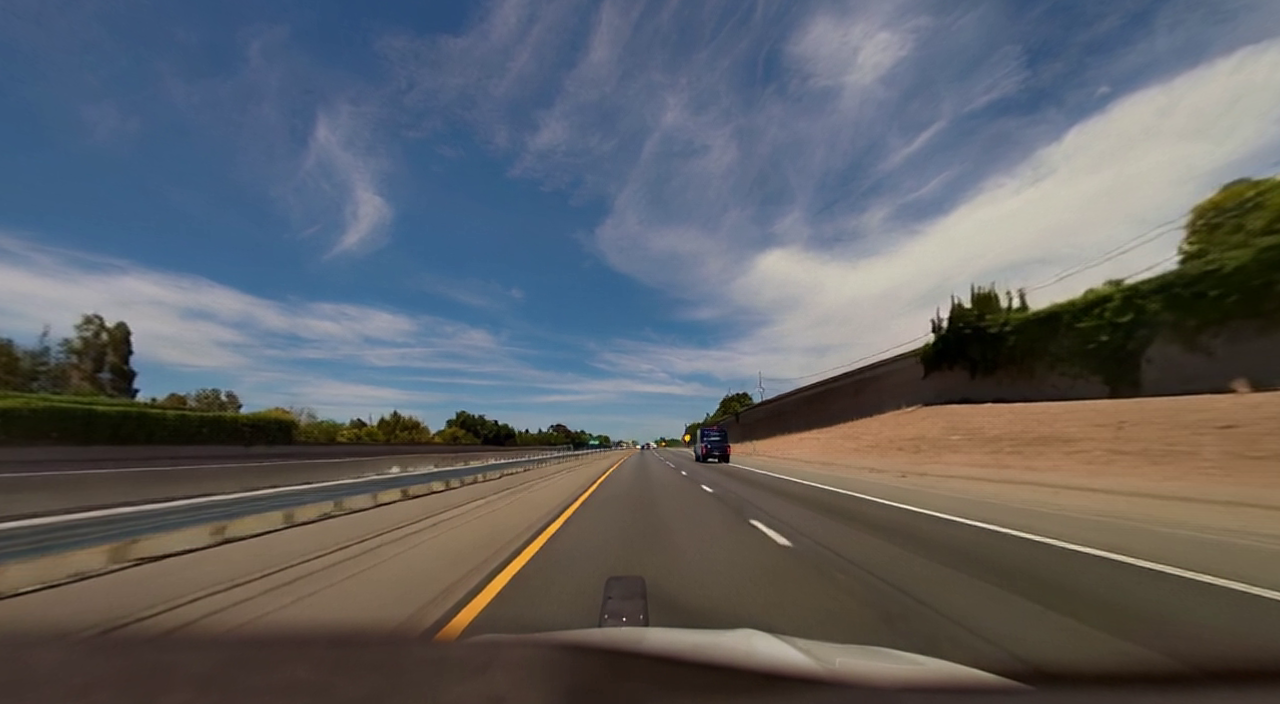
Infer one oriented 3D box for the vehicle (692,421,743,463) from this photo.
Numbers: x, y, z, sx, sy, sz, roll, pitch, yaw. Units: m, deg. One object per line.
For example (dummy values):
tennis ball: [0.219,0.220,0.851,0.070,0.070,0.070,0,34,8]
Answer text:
vehicle: [4.869,5.809,40.642,2.430,2.495,6.062,0,-8,-1]
